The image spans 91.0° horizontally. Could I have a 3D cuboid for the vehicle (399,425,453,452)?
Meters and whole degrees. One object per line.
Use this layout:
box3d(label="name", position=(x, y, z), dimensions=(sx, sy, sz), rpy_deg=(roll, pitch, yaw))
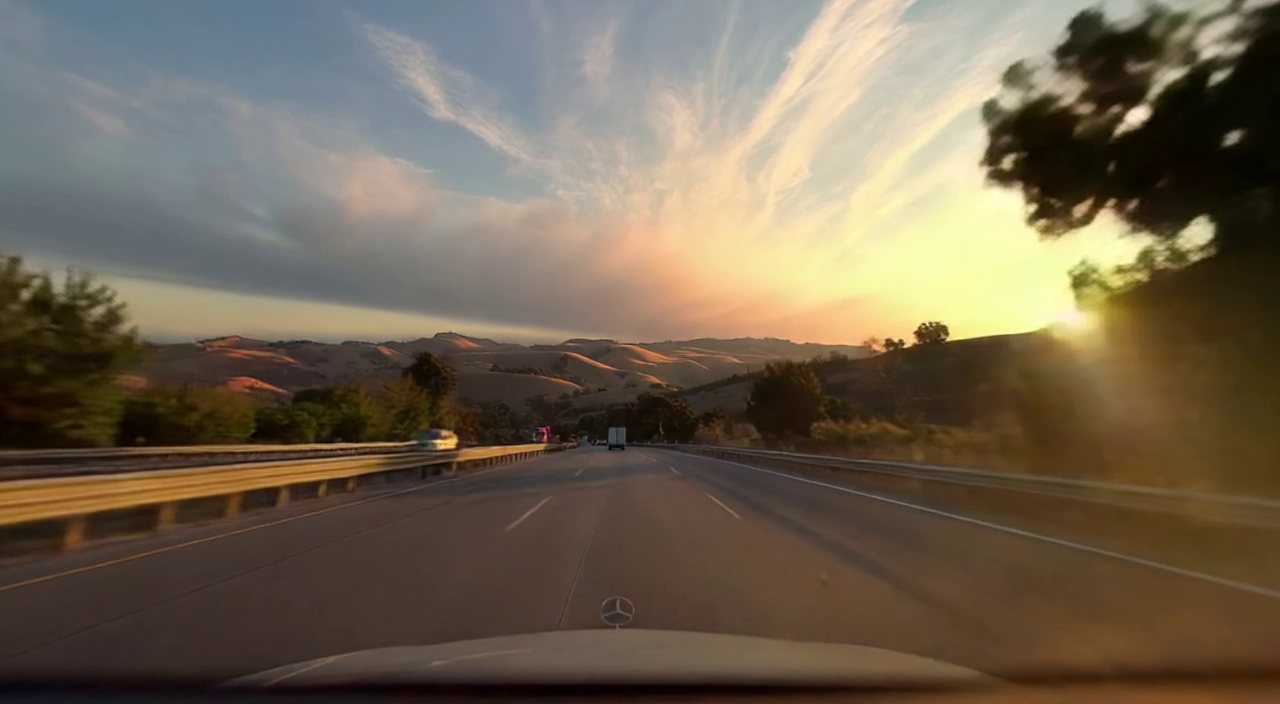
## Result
box3d(label="vehicle", position=(-13.267, 5.438, 39.298), dimensions=(1.954, 1.573, 4.356), rpy_deg=(0, -8, -2))
